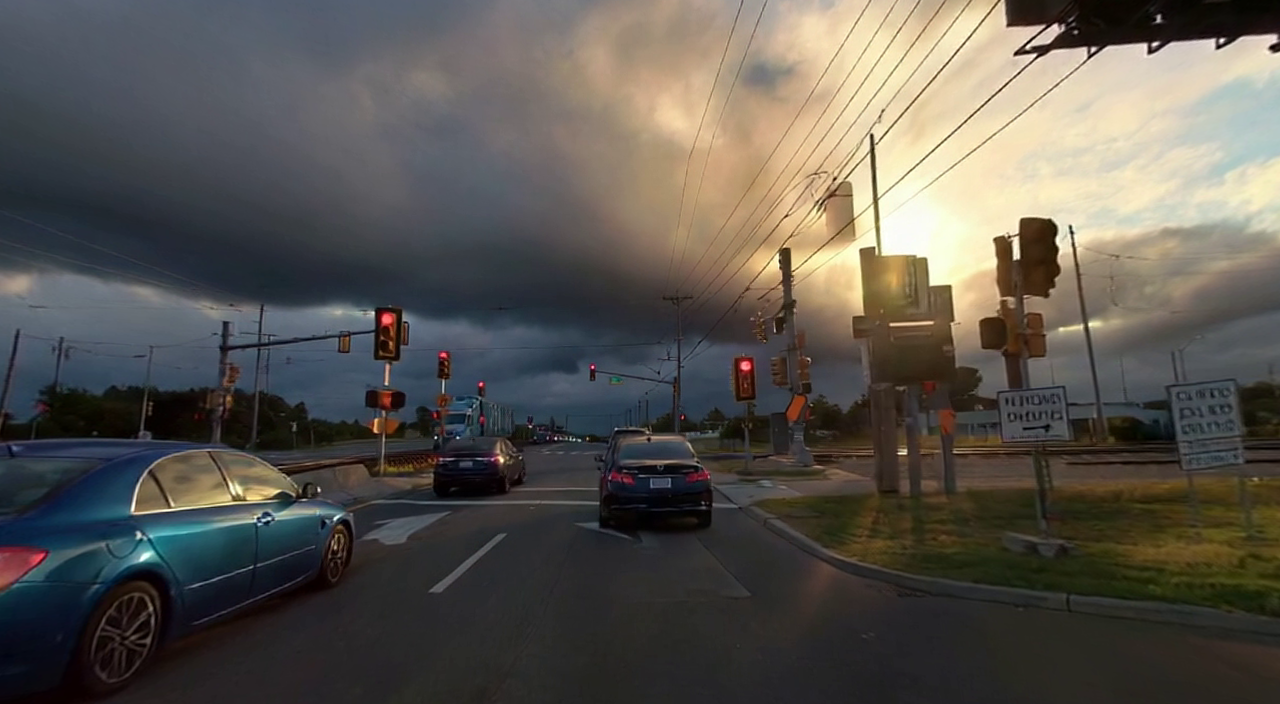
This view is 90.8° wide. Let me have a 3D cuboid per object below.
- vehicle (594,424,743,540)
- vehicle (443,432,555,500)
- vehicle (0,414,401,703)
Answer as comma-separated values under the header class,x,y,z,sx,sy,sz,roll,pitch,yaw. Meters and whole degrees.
class,x,y,z,sx,sy,sz,roll,pitch,yaw
vehicle,0.301,2.047,10.507,1.998,1.529,3.960,0,-9,-2
vehicle,-3.421,2.854,16.126,1.984,1.505,3.982,0,-9,-1
vehicle,-3.717,1.335,4.930,1.956,1.468,4.585,0,-9,-1
